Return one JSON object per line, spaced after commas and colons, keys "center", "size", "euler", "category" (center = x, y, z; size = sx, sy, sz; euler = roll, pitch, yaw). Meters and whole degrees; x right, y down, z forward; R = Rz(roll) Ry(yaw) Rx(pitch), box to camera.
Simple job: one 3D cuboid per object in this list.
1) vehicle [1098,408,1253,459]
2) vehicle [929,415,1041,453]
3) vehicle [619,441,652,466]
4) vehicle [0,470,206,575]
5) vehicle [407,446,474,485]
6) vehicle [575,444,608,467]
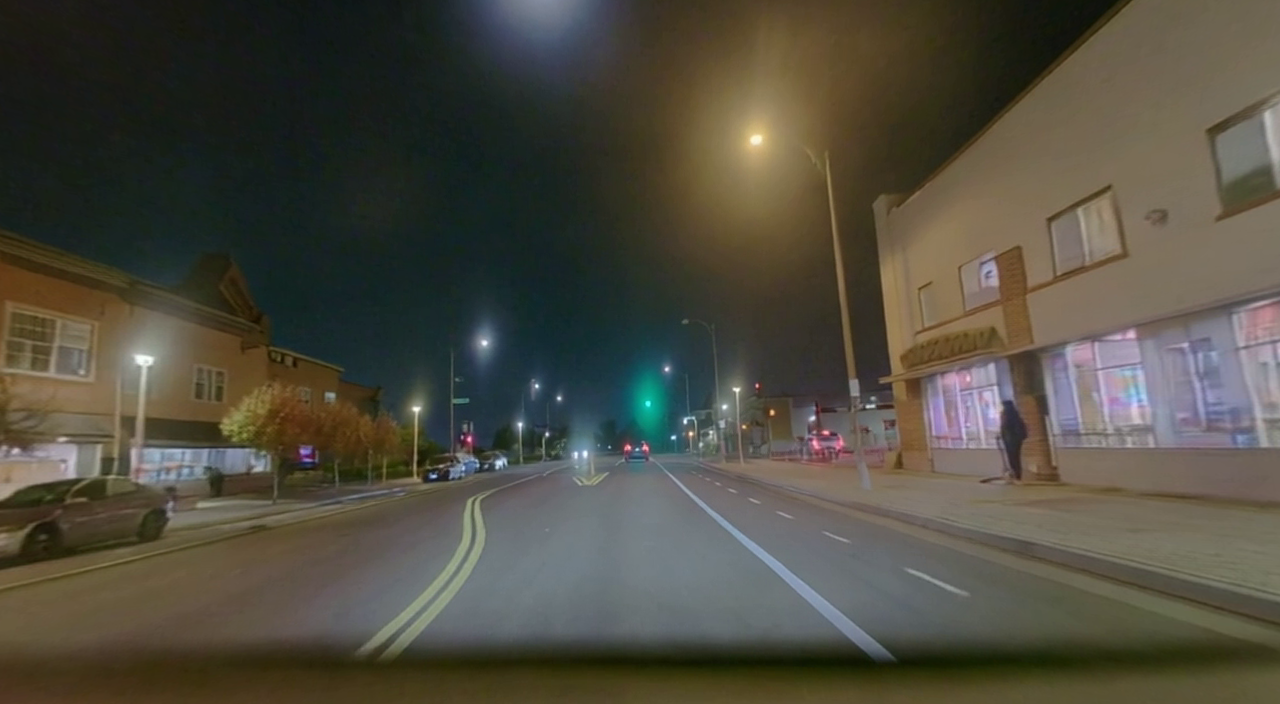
{"center": [17.048, 2.695, 20.459], "size": [1.773, 1.446, 4.421], "euler": [-2, -9, 10], "category": "vehicle"}
{"center": [16.745, 4.006, 30.854], "size": [4.135, 1.753, 2.122], "euler": [0, -8, 1], "category": "vehicle"}
{"center": [-0.281, 6.866, 42.802], "size": [2.105, 1.611, 3.750], "euler": [0, -8, 0], "category": "vehicle"}
{"center": [-10.966, 3.130, 12.319], "size": [1.828, 1.470, 4.523], "euler": [0, -8, -1], "category": "vehicle"}
{"center": [-10.873, 6.183, 34.786], "size": [2.033, 1.930, 4.786], "euler": [0, -8, 1], "category": "vehicle"}
{"center": [-3.223, 6.950, 42.664], "size": [1.987, 1.461, 4.228], "euler": [0, -8, -1], "category": "vehicle"}
